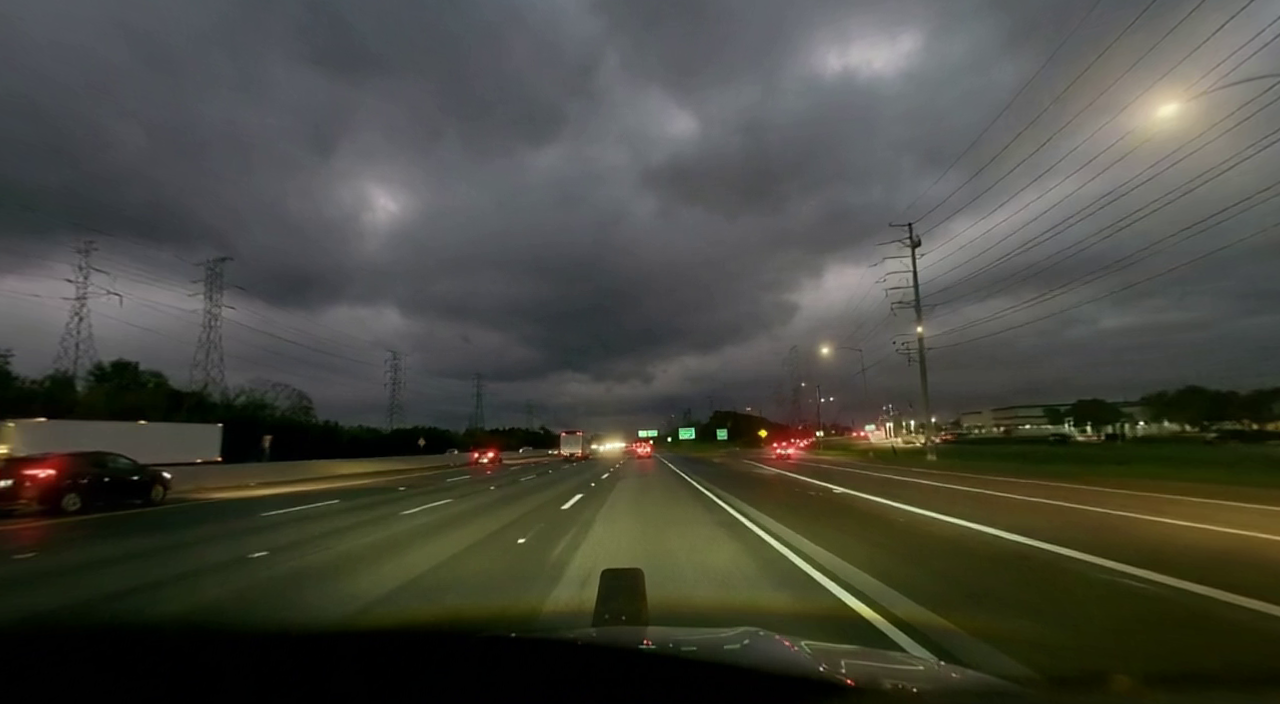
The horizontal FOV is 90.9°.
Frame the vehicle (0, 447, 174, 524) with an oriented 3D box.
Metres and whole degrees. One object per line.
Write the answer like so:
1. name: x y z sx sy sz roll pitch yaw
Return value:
1. vehicle: -13.558 2.966 14.669 1.988 1.477 4.442 0 -8 1
